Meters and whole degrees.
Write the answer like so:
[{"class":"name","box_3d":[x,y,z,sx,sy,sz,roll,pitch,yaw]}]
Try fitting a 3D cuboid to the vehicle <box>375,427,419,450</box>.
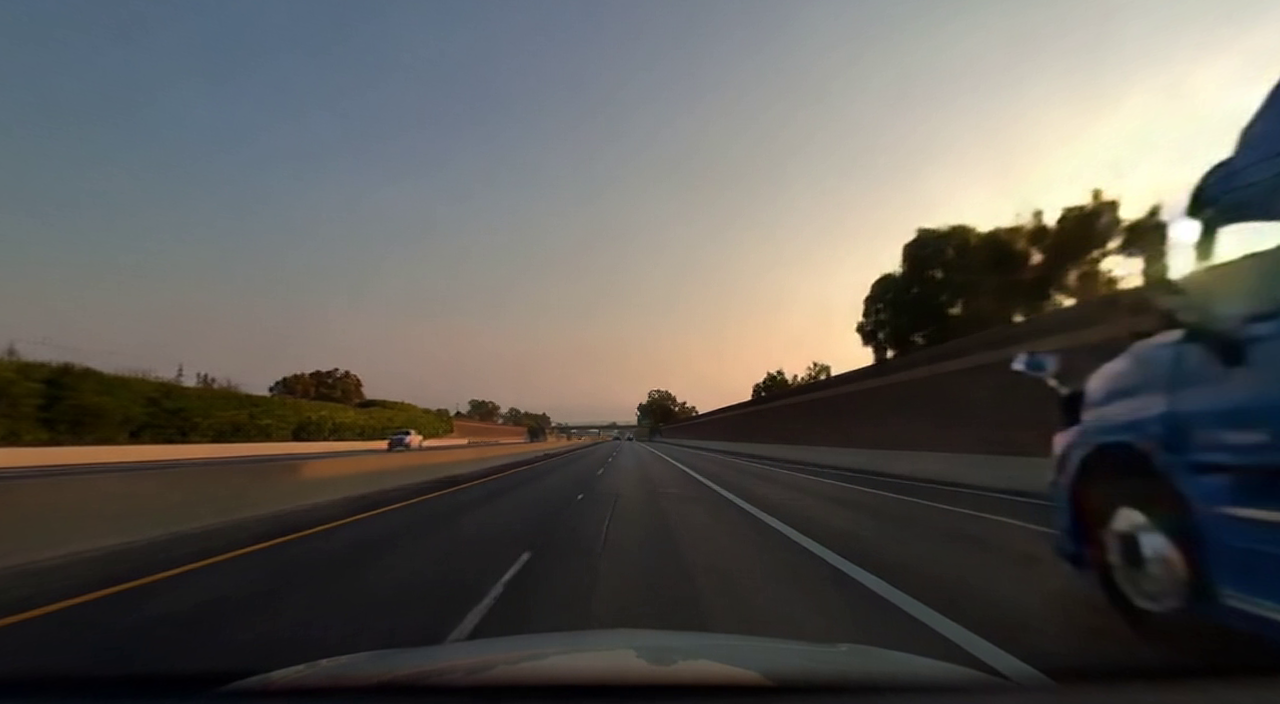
[{"class":"vehicle","box_3d":[-19.147,6.834,49.728,1.803,1.644,4.170,2,-8,-1]}]
